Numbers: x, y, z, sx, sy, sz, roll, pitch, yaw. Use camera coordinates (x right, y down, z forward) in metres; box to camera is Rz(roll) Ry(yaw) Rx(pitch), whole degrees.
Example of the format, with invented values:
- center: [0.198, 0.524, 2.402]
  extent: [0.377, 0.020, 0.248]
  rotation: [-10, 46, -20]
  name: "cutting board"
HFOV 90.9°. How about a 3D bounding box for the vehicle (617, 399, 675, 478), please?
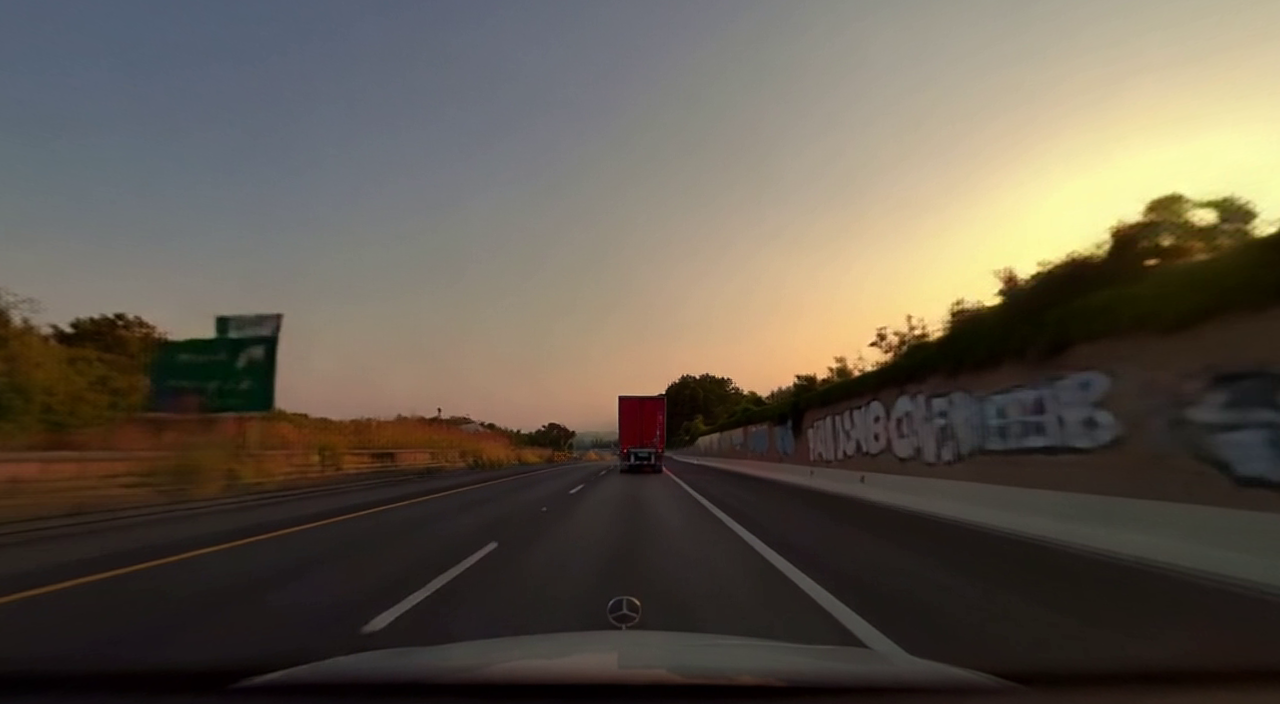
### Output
- center: [0.173, 5.112, 36.633]
  extent: [2.900, 3.955, 10.151]
  rotation: [0, -9, -1]
  name: "vehicle"
